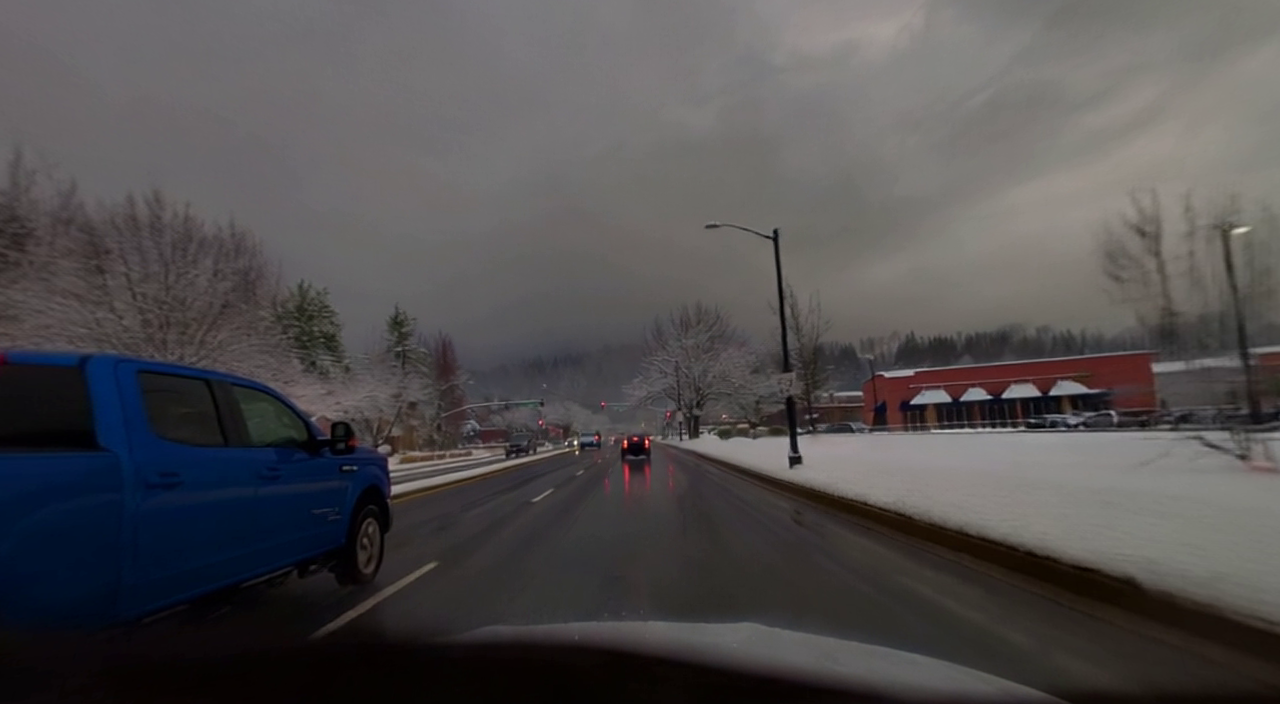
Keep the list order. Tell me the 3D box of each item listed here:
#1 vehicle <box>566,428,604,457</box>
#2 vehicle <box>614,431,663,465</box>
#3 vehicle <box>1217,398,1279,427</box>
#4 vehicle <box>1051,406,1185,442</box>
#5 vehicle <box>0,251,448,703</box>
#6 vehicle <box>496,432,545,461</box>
[{"bbox_3d":[-3.875,6.503,45.099,2.243,1.976,4.514,0,-8,1],"label":"vehicle"},{"bbox_3d":[-0.086,4.673,30.611,2.191,1.530,4.470,0,-8,-1],"label":"vehicle"},{"bbox_3d":[39.697,3.973,40.541,4.665,1.645,2.163,5,-10,-30],"label":"vehicle"},{"bbox_3d":[22.770,3.513,30.178,4.767,1.443,1.978,-6,-10,29],"label":"vehicle"},{"bbox_3d":[-3.581,0.863,3.618,2.552,2.079,6.810,0,-8,2],"label":"vehicle"},{"bbox_3d":[-7.947,6.340,42.185,2.146,1.788,5.153,0,-8,1],"label":"vehicle"}]
